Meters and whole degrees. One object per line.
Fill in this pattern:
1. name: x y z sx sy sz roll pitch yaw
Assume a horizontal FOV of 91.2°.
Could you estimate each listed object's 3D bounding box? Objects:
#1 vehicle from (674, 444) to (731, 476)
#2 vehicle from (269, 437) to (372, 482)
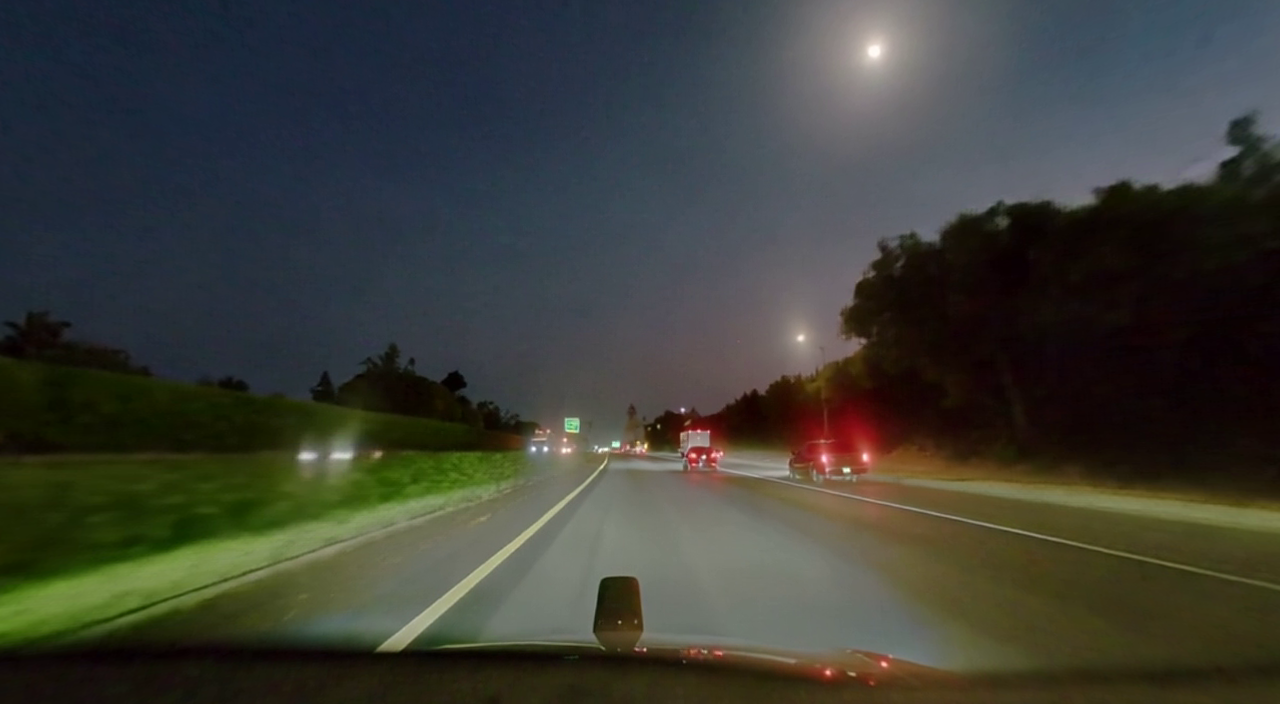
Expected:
1. vehicle: 3.110 5.540 32.247 2.244 1.498 4.338 0 -9 -3
2. vehicle: -13.102 4.432 26.071 2.004 1.662 4.359 0 -9 -1
